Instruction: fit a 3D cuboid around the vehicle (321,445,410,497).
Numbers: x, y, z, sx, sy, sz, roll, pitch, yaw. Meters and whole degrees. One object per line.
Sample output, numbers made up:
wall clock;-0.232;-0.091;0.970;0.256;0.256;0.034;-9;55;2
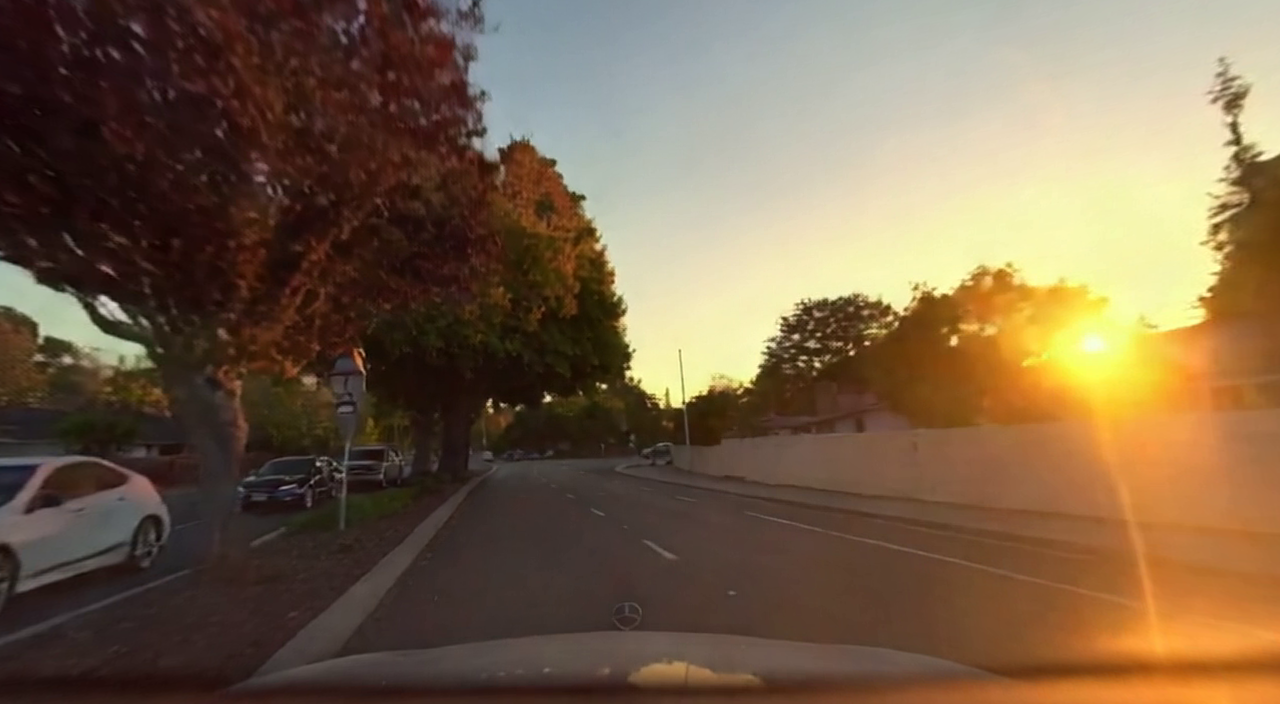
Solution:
vehicle;-10.645;4.616;24.764;2.196;1.809;4.857;2;-9;-12

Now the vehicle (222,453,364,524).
vehicle;-8.548;3.339;15.964;1.888;1.476;4.286;2;-9;-11

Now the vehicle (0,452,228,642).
vehicle;-6.279;1.762;6.315;1.912;1.464;4.652;2;-9;-12
